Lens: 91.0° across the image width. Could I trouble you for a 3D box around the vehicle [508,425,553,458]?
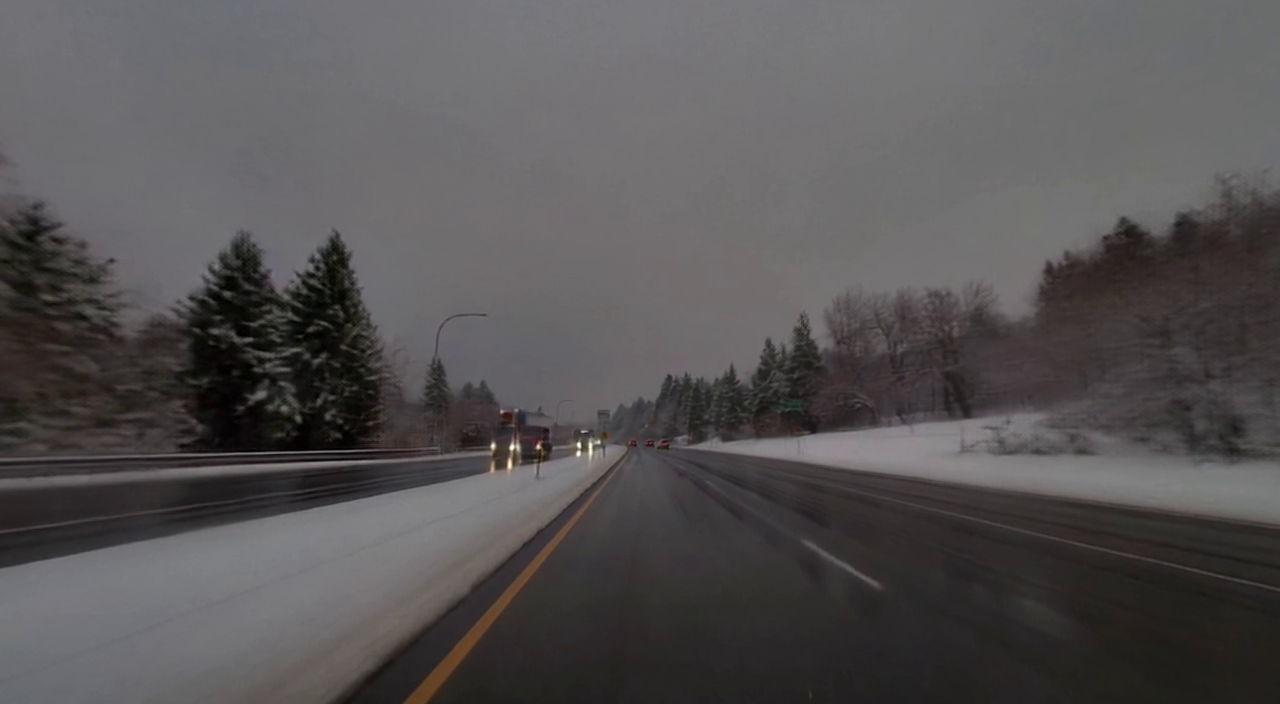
[{"bbox_3d":[-8.247,6.830,48.001,2.314,2.316,5.813,0,-8,1],"label":"vehicle"}]
